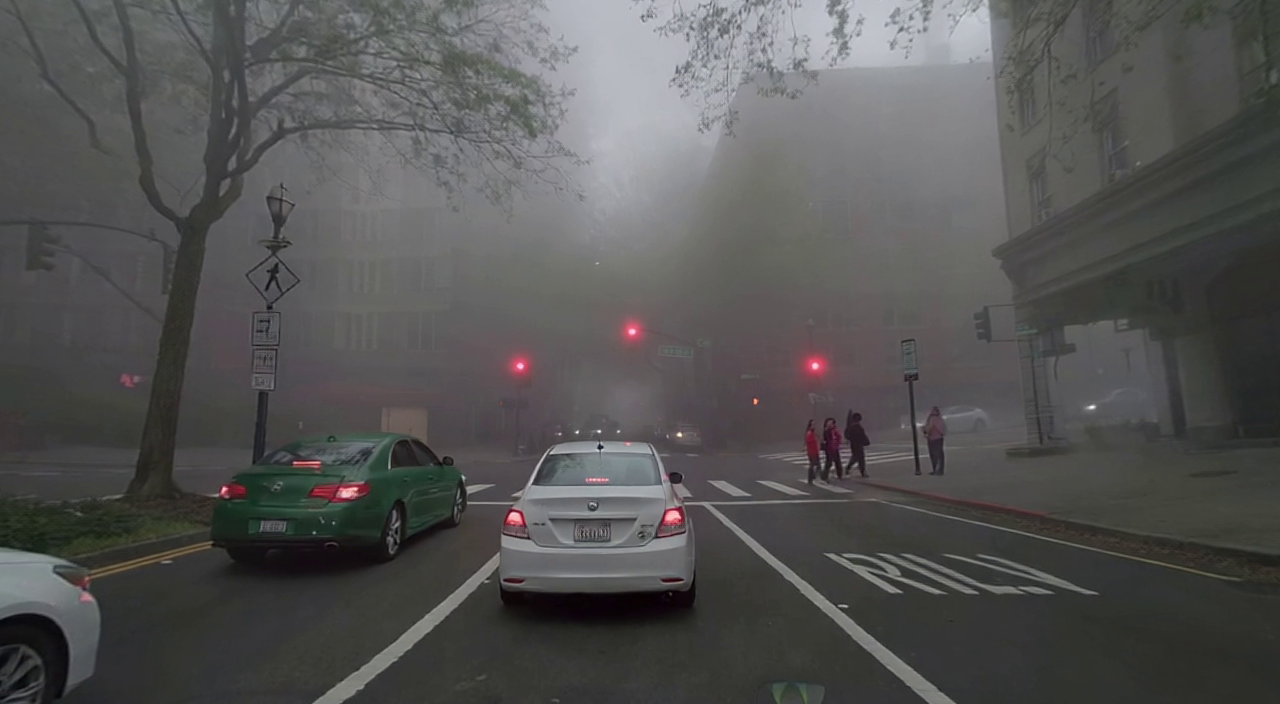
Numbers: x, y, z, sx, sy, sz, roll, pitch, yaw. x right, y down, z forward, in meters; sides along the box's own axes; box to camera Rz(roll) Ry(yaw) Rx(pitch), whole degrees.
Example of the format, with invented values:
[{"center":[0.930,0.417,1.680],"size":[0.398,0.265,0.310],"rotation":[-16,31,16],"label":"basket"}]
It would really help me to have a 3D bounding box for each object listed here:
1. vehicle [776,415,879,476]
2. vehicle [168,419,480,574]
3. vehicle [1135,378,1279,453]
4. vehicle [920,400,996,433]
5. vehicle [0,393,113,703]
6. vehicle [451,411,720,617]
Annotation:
[{"center":[5.960,2.909,19.732],"size":[1.958,1.667,4.392],"rotation":[-5,-10,30],"label":"vehicle"},{"center":[-3.694,1.756,8.477],"size":[1.934,1.522,4.287],"rotation":[0,-8,0],"label":"vehicle"},{"center":[21.620,2.362,22.885],"size":[5.863,2.493,2.354],"rotation":[2,-9,-12],"label":"vehicle"},{"center":[19.011,3.883,37.695],"size":[4.657,1.769,1.979],"rotation":[6,-10,-35],"label":"vehicle"},{"center":[-3.917,0.708,1.192],"size":[1.995,1.524,4.438],"rotation":[0,-8,0],"label":"vehicle"},{"center":[-0.423,1.499,6.732],"size":[1.999,1.520,3.896],"rotation":[0,-8,-1],"label":"vehicle"}]
